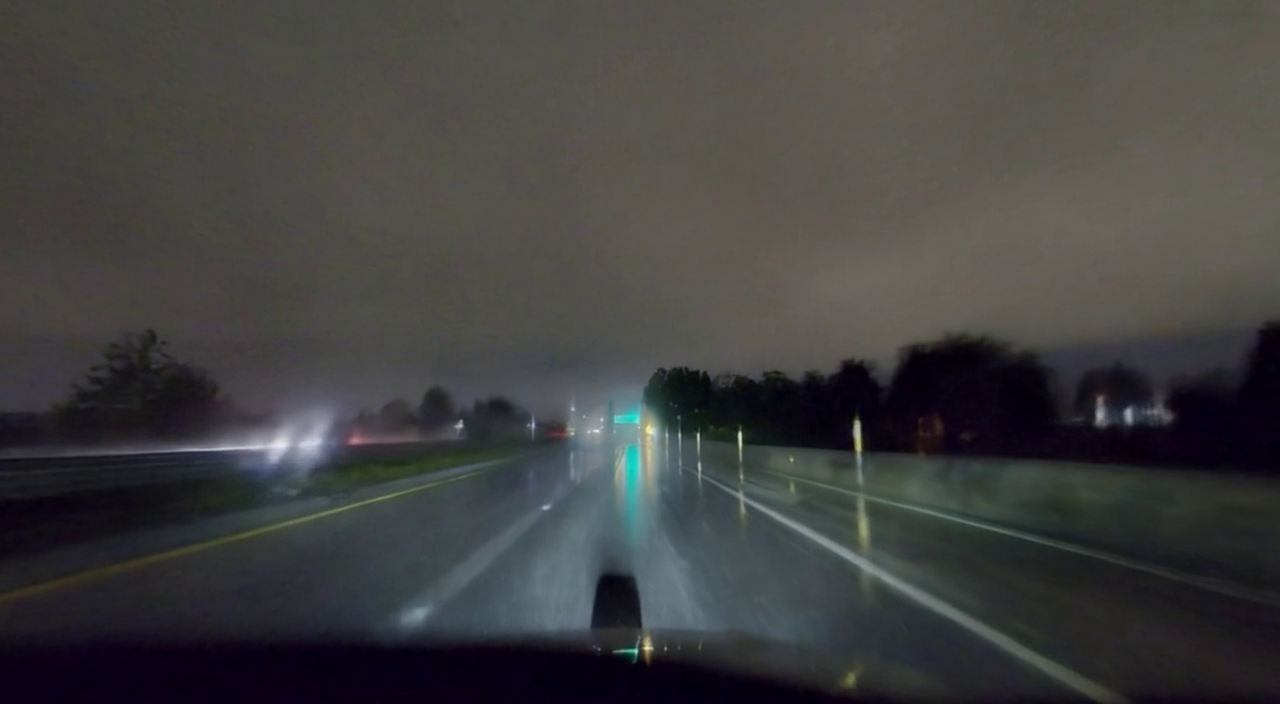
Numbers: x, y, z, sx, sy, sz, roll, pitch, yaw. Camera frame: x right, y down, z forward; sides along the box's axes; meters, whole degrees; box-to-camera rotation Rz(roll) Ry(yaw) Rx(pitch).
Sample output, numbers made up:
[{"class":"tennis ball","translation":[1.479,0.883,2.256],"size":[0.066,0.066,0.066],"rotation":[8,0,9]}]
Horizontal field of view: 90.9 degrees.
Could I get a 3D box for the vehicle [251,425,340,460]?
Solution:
[{"class":"vehicle","translation":[-16.813,4.416,31.041],"size":[1.930,1.577,4.374],"rotation":[0,-8,-1]}]
